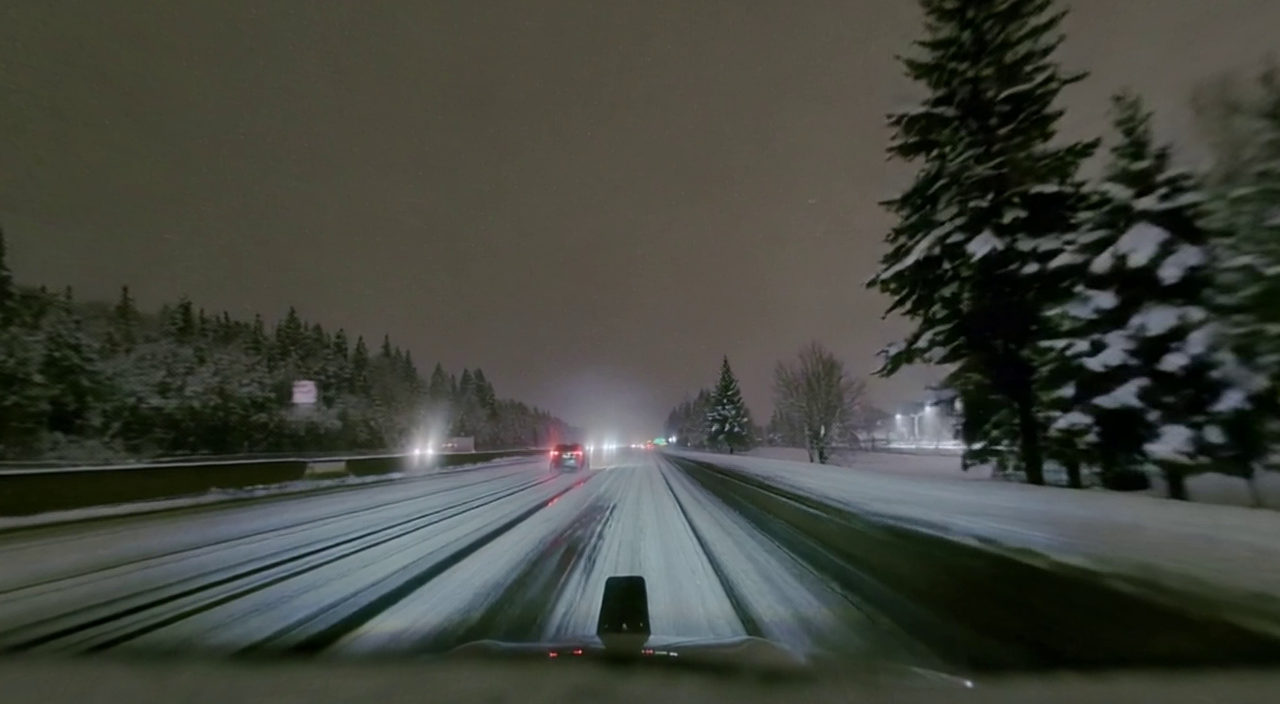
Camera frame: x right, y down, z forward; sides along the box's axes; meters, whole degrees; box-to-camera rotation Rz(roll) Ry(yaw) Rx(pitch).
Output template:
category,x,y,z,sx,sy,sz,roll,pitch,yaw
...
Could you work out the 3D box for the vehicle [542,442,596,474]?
category,x,y,z,sx,sy,sz,roll,pitch,yaw
vehicle,-3.445,5.224,31.353,2.128,1.450,4.078,-1,-9,1
